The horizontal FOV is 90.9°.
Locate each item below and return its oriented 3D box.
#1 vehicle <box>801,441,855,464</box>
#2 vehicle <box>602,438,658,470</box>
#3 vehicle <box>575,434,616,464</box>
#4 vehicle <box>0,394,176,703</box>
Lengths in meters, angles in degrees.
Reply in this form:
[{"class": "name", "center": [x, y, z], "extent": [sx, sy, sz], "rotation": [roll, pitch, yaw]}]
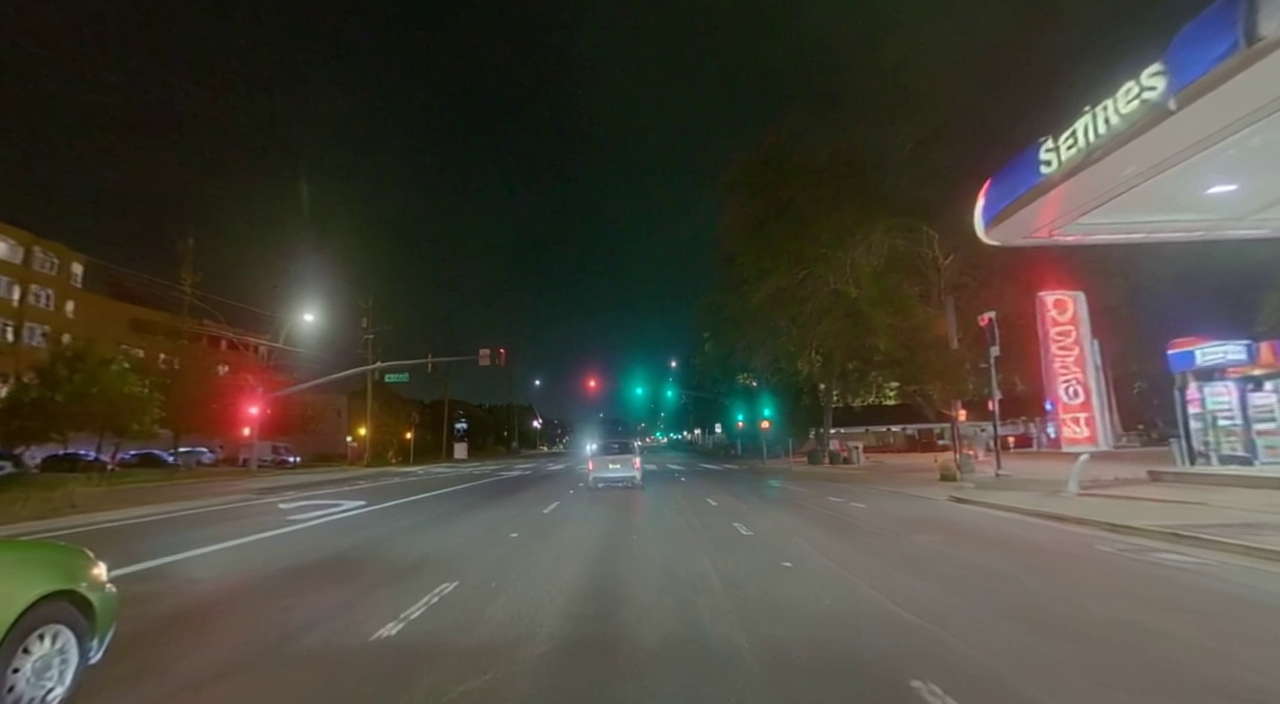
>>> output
[{"class": "vehicle", "center": [12.686, 6.695, 42.315], "extent": [1.810, 1.463, 4.245], "rotation": [-8, -11, 41]}, {"class": "vehicle", "center": [-0.403, 5.058, 31.359], "extent": [2.082, 1.460, 4.442], "rotation": [-2, -8, 9]}, {"class": "vehicle", "center": [-2.806, 6.226, 40.690], "extent": [2.160, 1.803, 4.419], "rotation": [-1, -8, 2]}, {"class": "vehicle", "center": [-3.457, 0.707, 1.022], "extent": [2.018, 1.470, 4.346], "rotation": [0, -8, 1]}]
